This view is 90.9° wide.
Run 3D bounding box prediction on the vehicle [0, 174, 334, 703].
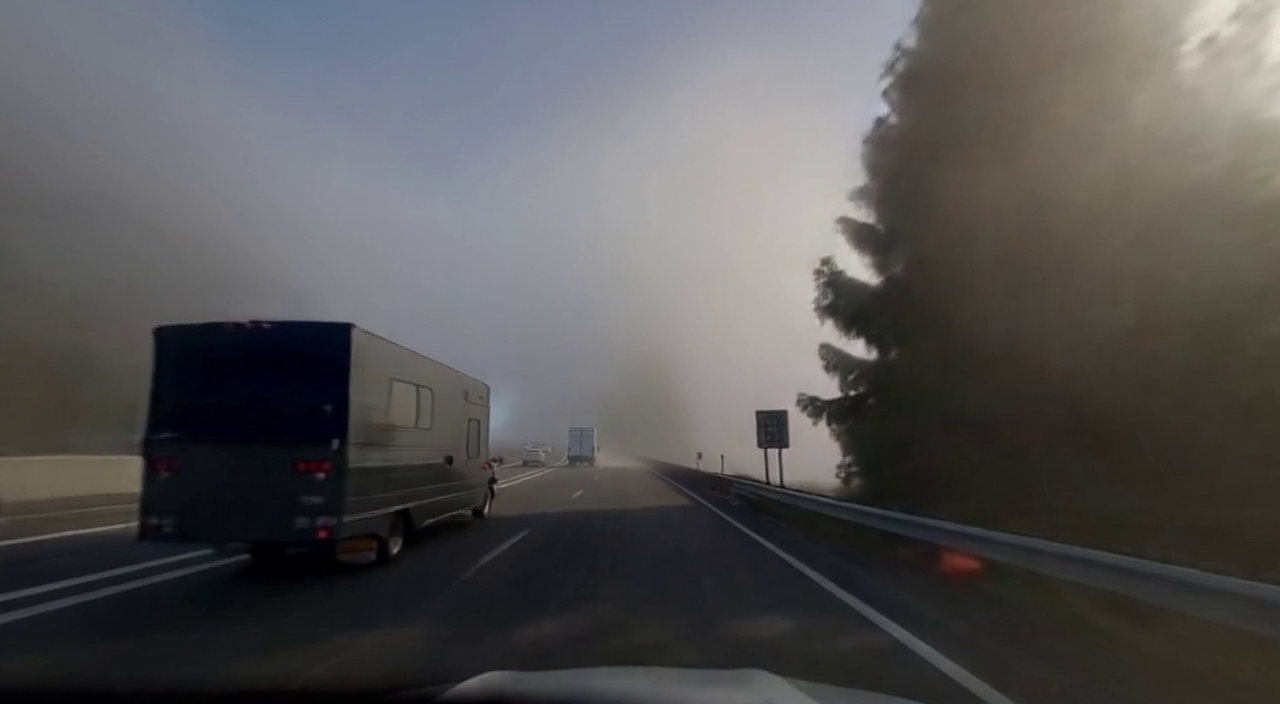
[{"bbox_3d":[-4.102,0.671,4.017,2.331,2.583,3.743,0,-9,0],"label":"vehicle"}]
